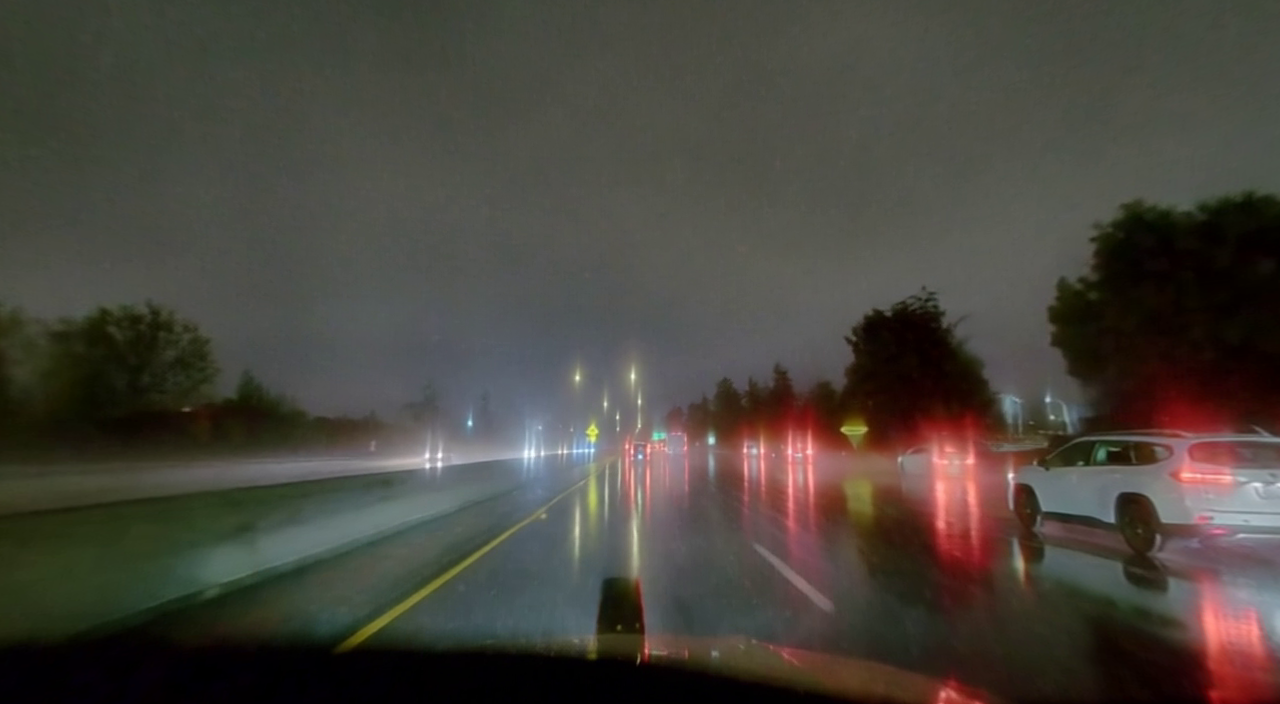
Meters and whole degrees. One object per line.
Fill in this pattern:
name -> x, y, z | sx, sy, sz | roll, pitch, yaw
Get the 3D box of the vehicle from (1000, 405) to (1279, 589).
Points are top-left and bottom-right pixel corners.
vehicle -> 6.900, 1.648, 7.929 | 2.027, 1.679, 4.543 | 0, -8, -1

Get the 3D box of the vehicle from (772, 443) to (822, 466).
vehicle -> 11.168, 7.342, 45.456 | 2.194, 1.489, 5.141 | 0, -8, -1

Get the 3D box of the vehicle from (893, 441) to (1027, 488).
vehicle -> 10.952, 3.863, 22.130 | 2.087, 1.442, 4.834 | 0, -8, -1

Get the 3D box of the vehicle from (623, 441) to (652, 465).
vehicle -> -0.229, 7.075, 44.578 | 1.864, 1.566, 4.446 | 0, -8, -3
